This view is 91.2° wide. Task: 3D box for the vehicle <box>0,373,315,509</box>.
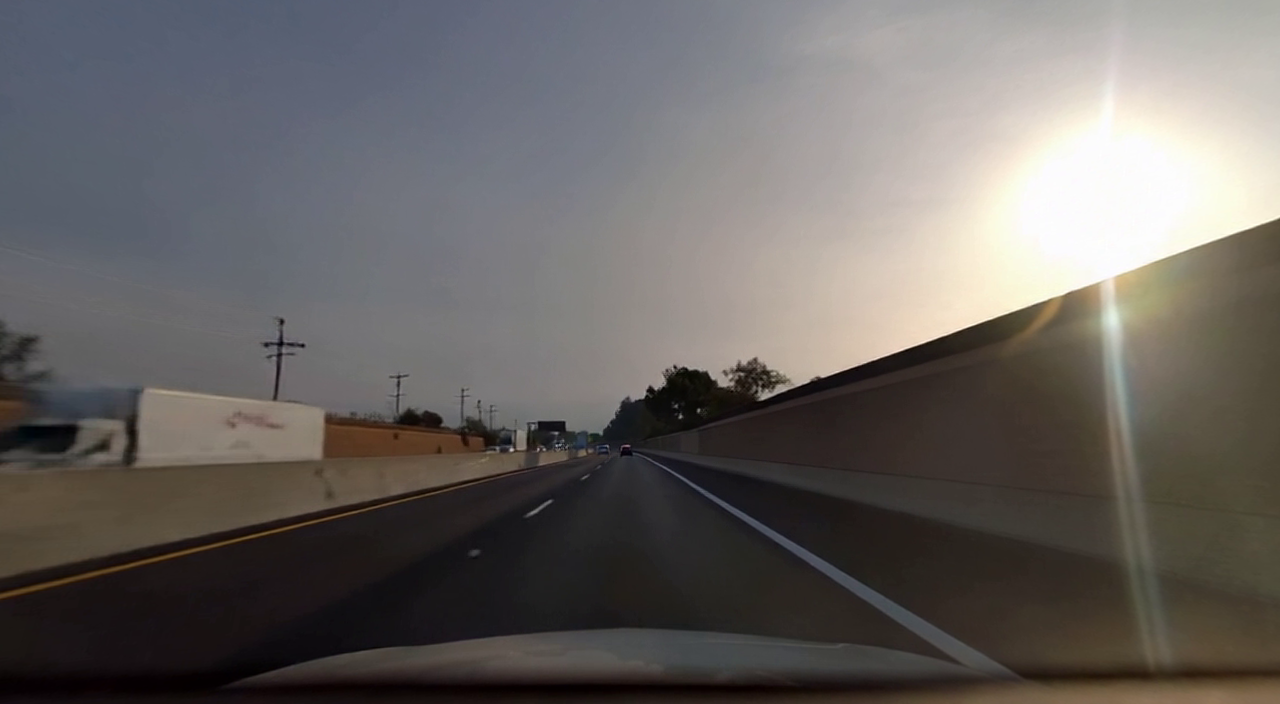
[{"bbox_3d":[-17.187,3.389,23.391,3.293,3.600,13.598,0,-9,-2],"label":"vehicle"}]
